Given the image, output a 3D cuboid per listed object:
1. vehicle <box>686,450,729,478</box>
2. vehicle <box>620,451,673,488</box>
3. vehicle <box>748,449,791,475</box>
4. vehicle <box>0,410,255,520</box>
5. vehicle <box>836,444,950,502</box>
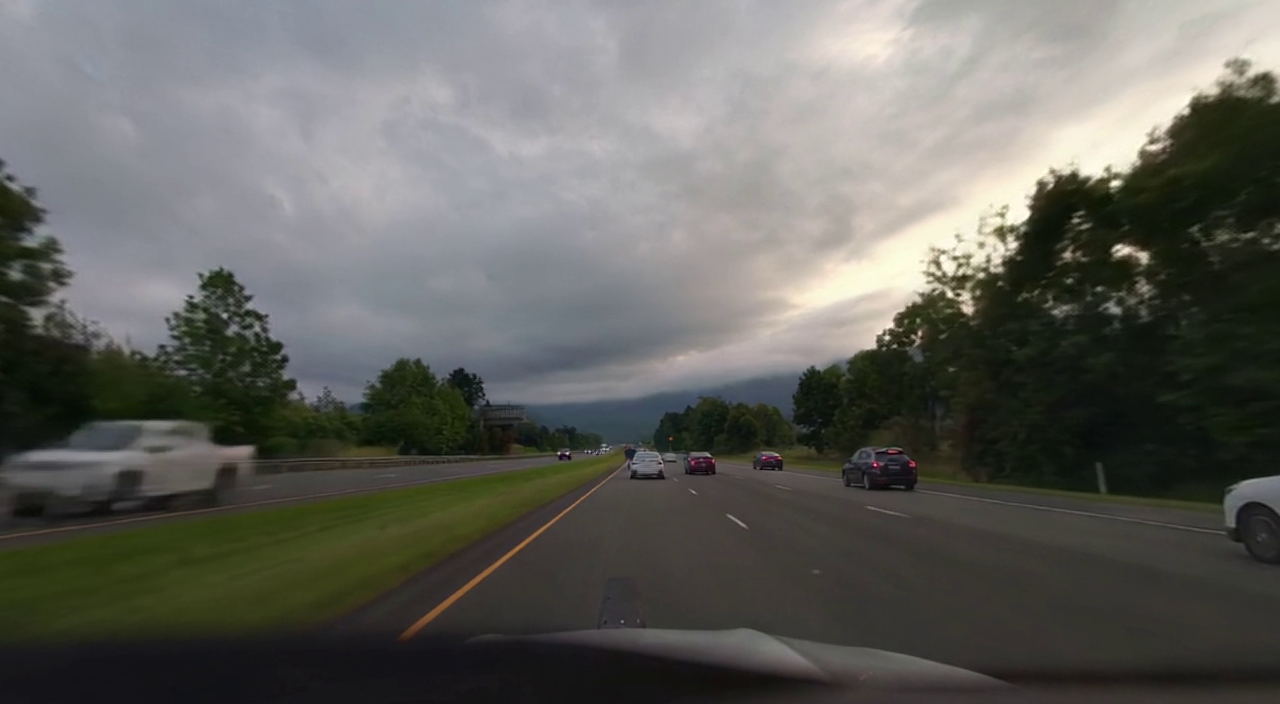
[{"bbox_3d":[3.881,6.533,36.942,1.981,1.518,4.029,0,-9,-2],"label":"vehicle"},{"bbox_3d":[0.243,4.855,26.326,2.020,1.426,3.702,0,-9,0],"label":"vehicle"},{"bbox_3d":[8.484,7.241,41.525,1.957,1.594,3.632,0,-9,-2],"label":"vehicle"},{"bbox_3d":[-9.310,1.985,11.367,2.015,1.592,4.220,0,-9,0],"label":"vehicle"},{"bbox_3d":[7.587,3.640,19.317,1.847,1.554,3.752,0,-9,-1],"label":"vehicle"}]
